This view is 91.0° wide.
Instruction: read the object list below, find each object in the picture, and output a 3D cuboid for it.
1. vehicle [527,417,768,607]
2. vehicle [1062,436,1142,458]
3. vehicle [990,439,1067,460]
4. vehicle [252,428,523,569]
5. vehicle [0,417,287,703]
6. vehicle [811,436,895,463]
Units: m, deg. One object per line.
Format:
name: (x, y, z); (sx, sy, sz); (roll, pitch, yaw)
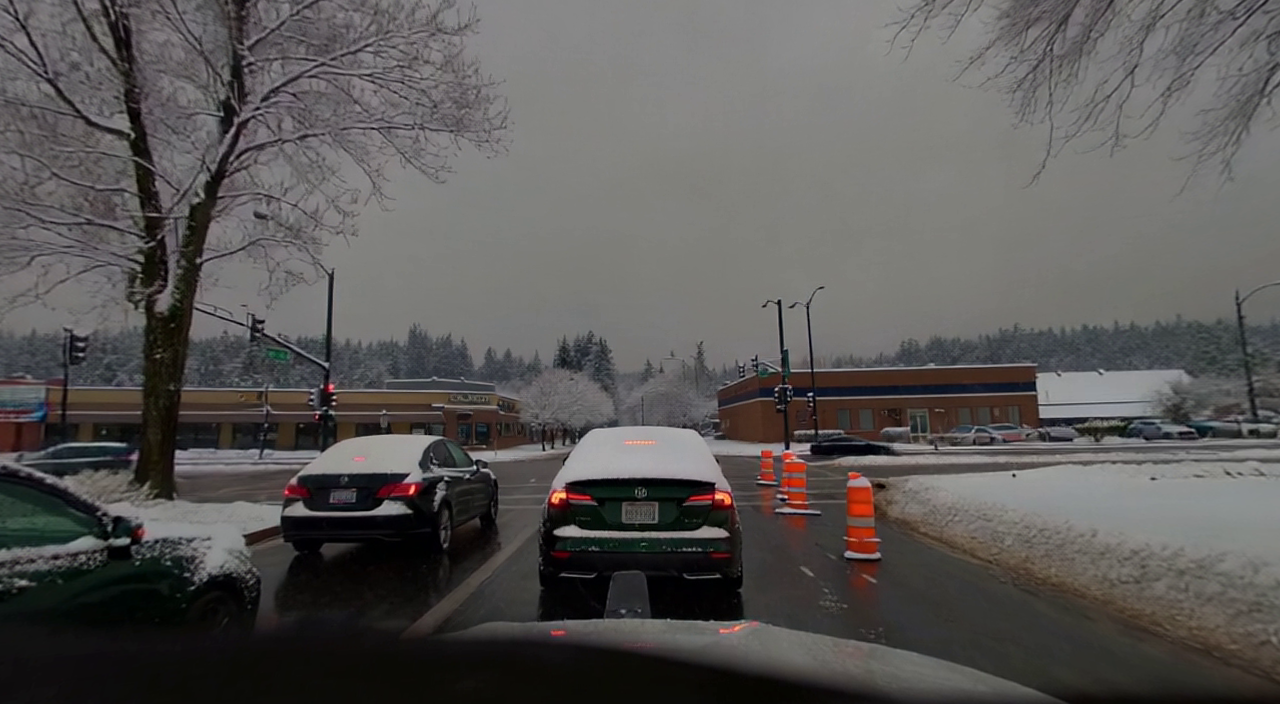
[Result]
vehicle: (0.103, 1.627, 7.211); (2.021, 1.560, 3.676); (0, -9, 1)
vehicle: (36.624, 7.559, 49.997); (4.791, 1.635, 1.857); (0, -9, 1)
vehicle: (29.070, 7.327, 47.232); (4.581, 1.480, 1.752); (1, -9, 0)
vehicle: (-3.277, 1.997, 9.447); (1.989, 1.541, 4.626); (0, -9, 2)
vehicle: (-3.591, 0.950, 2.143); (1.964, 1.497, 4.722); (0, -9, 1)
vehicle: (13.809, 6.363, 41.053); (4.805, 1.688, 1.923); (-2, -9, 7)
